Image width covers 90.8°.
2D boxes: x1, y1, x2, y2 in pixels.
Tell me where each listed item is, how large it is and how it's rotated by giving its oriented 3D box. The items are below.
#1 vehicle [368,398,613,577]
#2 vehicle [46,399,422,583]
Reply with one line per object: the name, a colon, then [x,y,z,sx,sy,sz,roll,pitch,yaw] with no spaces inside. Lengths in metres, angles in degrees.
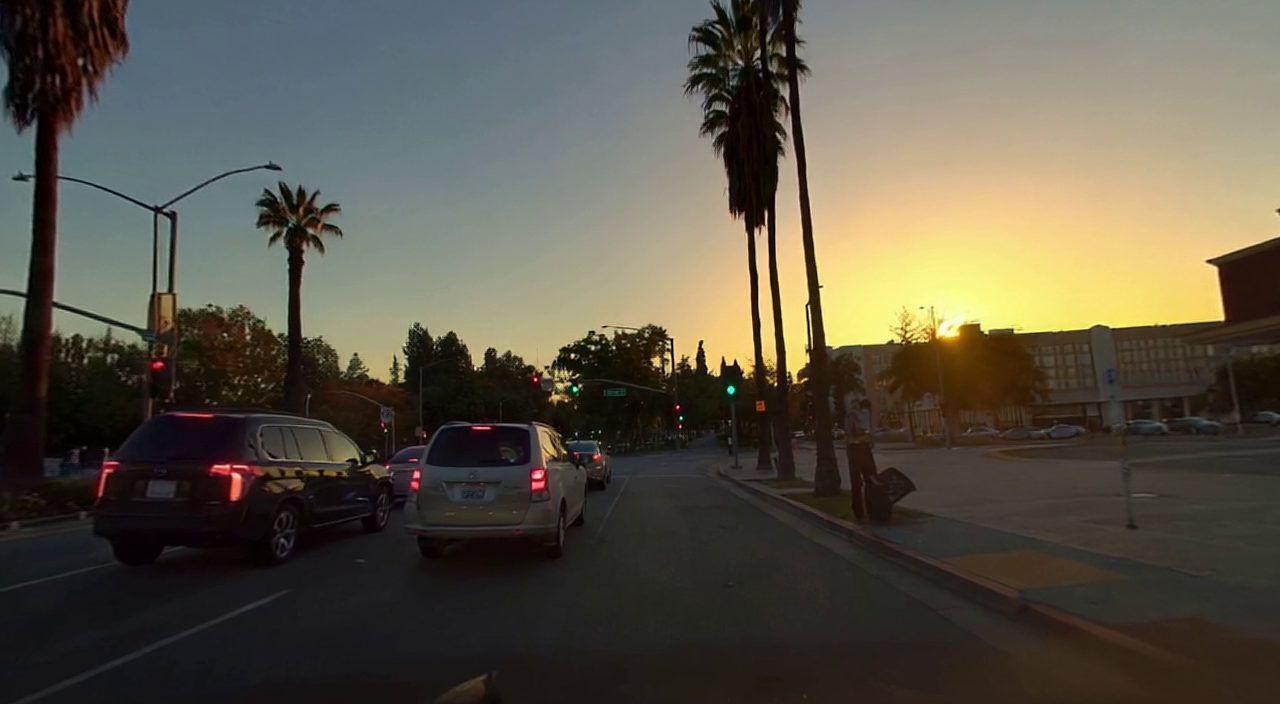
vehicle: [-1.576,1.667,8.494,2.153,1.759,4.320,0,-9,1]
vehicle: [-5.017,1.791,8.958,2.025,1.862,4.804,0,-9,1]
